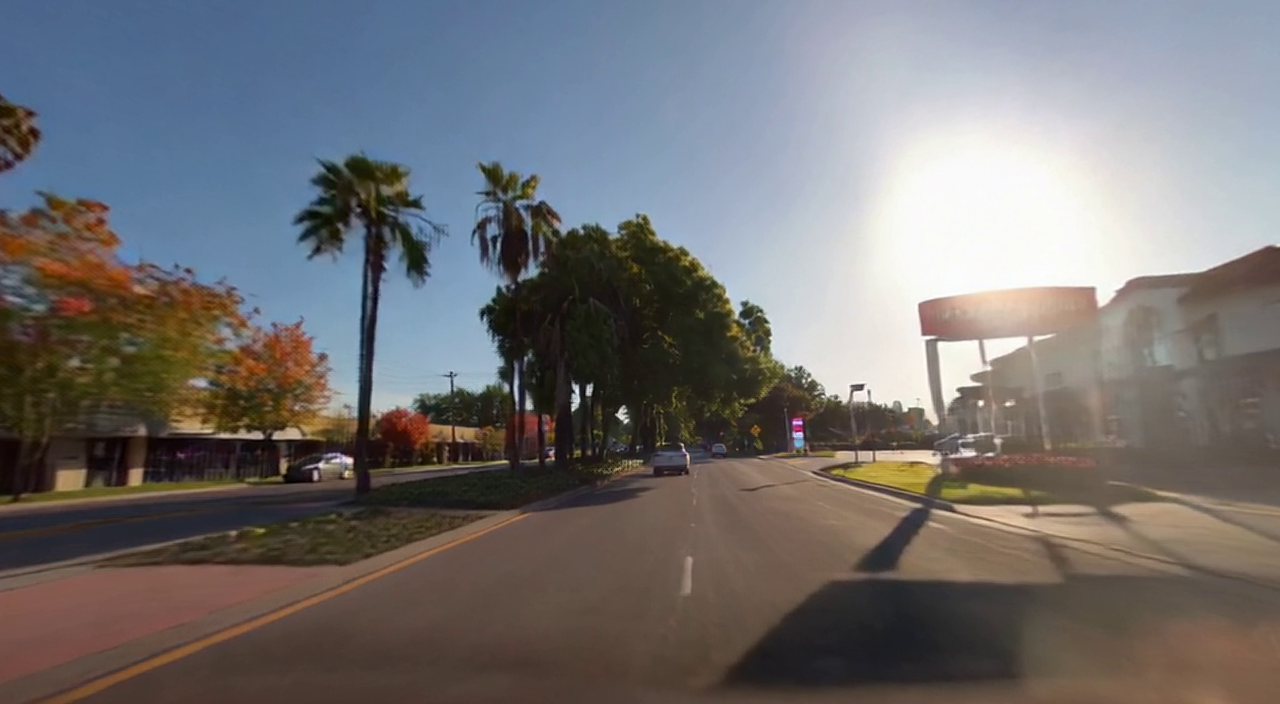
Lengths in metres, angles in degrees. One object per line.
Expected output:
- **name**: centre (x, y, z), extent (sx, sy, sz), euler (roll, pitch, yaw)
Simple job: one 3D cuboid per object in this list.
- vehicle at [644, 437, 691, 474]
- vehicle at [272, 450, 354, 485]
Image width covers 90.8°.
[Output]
- **vehicle**: centre (1.509, 5.325, 32.754), extent (2.147, 1.745, 4.648), euler (0, -8, 6)
- **vehicle**: centre (-20.287, 7.146, 39.486), extent (2.294, 1.935, 4.783), euler (0, -8, 5)
